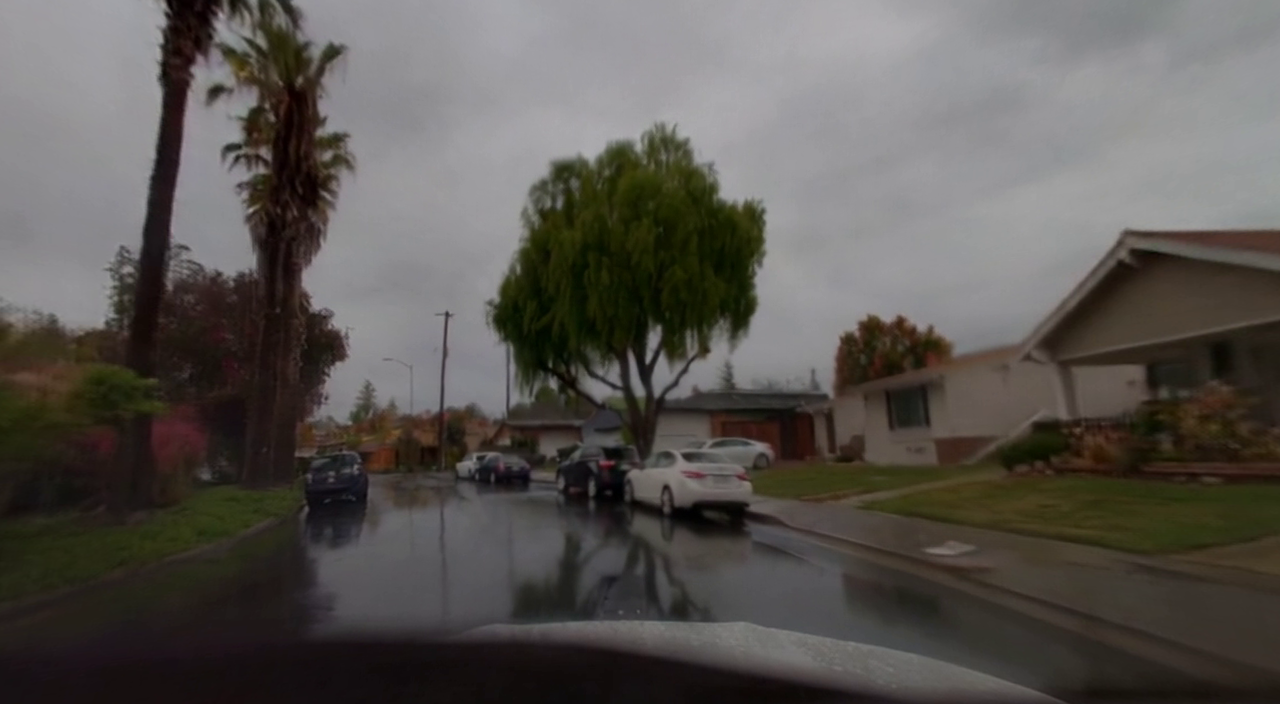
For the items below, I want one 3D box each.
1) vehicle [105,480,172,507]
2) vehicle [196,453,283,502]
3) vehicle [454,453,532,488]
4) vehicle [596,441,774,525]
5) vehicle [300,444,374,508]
[{"bbox_3d":[-35.451,9.978,44.486,4.390,1.559,1.812,-4,-9,25],"label":"vehicle"},{"bbox_3d":[-24.309,7.607,38.109,5.628,2.109,2.395,-14,-11,34],"label":"vehicle"},{"bbox_3d":[-7.248,5.722,30.749,2.006,1.484,4.768,6,-10,-35],"label":"vehicle"},{"bbox_3d":[0.725,2.766,14.140,2.108,1.503,4.977,3,-9,-20],"label":"vehicle"},{"bbox_3d":[-10.783,4.302,22.204,2.026,1.816,4.532,-1,-8,-30],"label":"vehicle"}]
